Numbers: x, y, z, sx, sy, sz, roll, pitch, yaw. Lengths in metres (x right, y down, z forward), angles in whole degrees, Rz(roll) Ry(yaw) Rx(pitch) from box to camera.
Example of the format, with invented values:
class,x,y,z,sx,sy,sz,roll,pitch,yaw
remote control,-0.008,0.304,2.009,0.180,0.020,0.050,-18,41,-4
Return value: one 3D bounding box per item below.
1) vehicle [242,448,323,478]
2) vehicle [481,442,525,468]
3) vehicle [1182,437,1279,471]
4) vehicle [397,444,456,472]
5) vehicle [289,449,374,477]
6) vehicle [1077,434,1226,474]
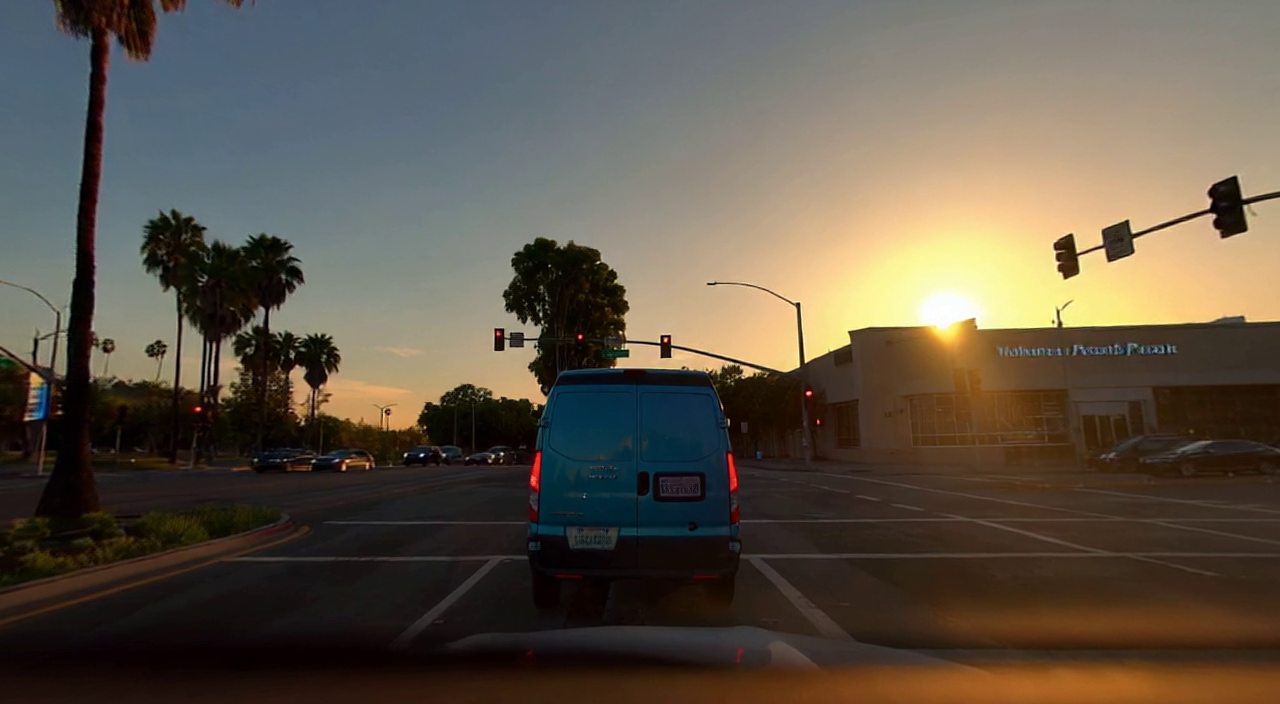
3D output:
class,x,y,z,sx,sy,sz,roll,pitch,yaw
vehicle,-21.096,6.541,37.577,2.107,1.642,4.561,0,-9,1
vehicle,-9.688,7.312,45.016,2.074,1.681,4.417,0,-9,1
vehicle,27.407,4.599,28.488,4.625,1.451,1.801,1,-9,-9
vehicle,-13.726,6.839,40.948,2.074,1.671,4.755,0,-9,1
vehicle,-17.444,6.304,36.066,2.221,1.449,5.092,0,-9,1
vehicle,22.243,4.446,27.640,4.533,1.676,2.236,0,-9,-1
